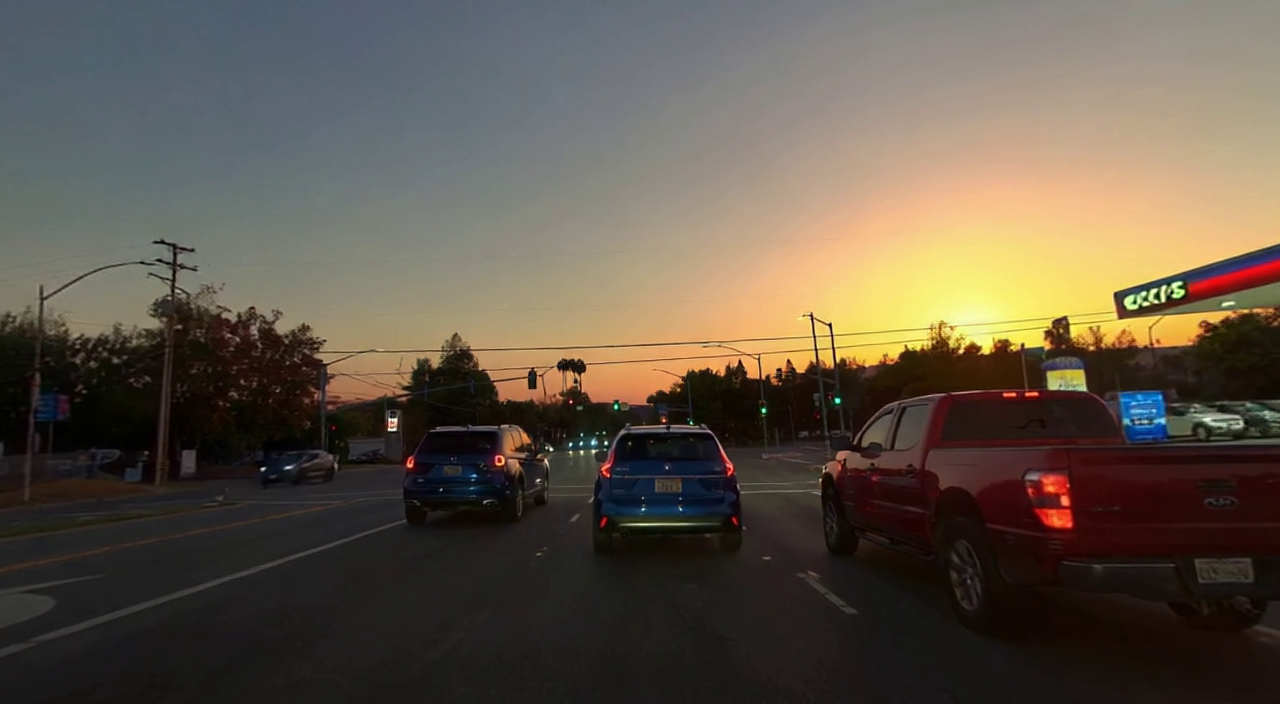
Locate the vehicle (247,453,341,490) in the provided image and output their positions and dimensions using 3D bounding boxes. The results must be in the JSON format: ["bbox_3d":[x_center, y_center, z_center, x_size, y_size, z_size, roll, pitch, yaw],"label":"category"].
[{"bbox_3d":[-15.882,5.472,29.217,1.808,1.457,4.381,-2,-9,1],"label":"vehicle"}]

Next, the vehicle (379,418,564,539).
[{"bbox_3d":[-2.704,2.148,11.328,2.019,1.731,4.299,0,-9,1],"label":"vehicle"}]

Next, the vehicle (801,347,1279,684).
[{"bbox_3d":[3.416,1.294,6.238,2.161,1.868,5.321,0,-9,-1],"label":"vehicle"}]

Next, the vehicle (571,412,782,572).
[{"bbox_3d":[0.369,1.764,8.670,2.181,1.650,4.083,0,-9,0],"label":"vehicle"}]
